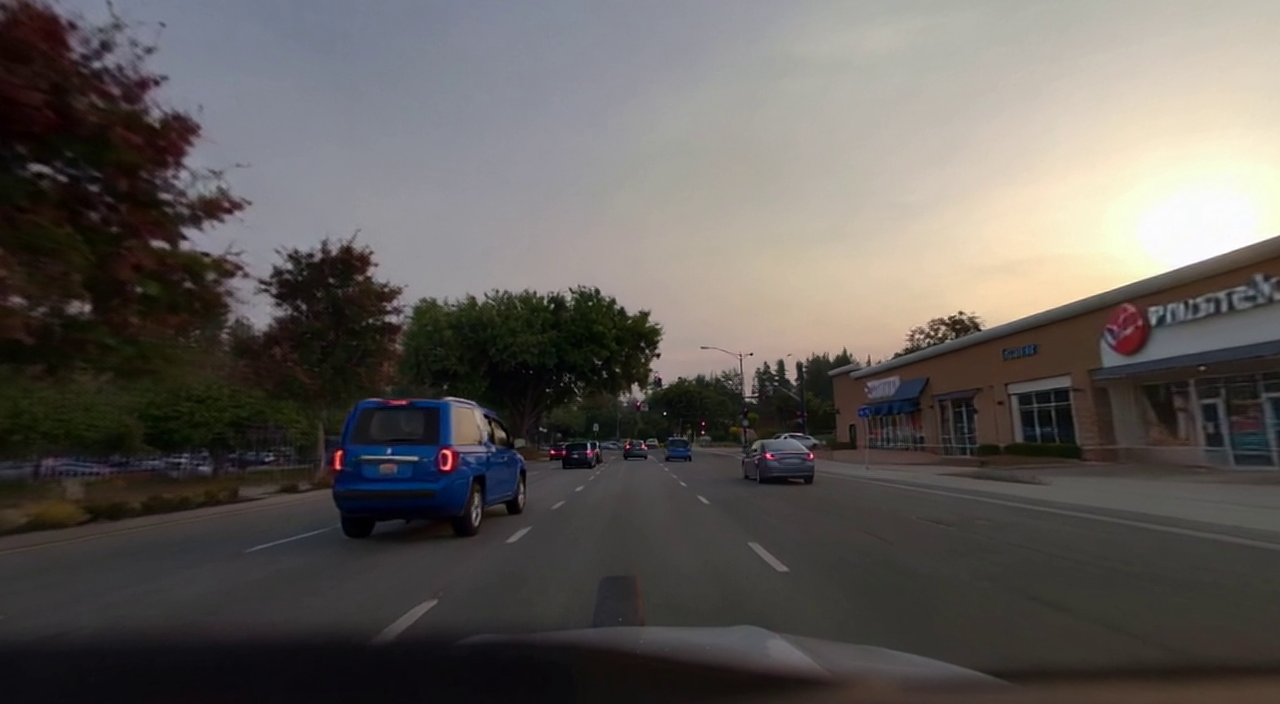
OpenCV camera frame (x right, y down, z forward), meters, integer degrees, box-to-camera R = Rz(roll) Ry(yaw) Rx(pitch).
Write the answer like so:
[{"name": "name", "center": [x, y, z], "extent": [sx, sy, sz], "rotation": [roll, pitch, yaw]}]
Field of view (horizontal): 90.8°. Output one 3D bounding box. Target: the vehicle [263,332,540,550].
[{"name": "vehicle", "center": [-3.498, 1.555, 11.049], "extent": [2.443, 2.784, 5.862], "rotation": [0, -9, 1]}]

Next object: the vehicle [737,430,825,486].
[{"name": "vehicle", "center": [4.486, 3.451, 20.773], "extent": [1.869, 1.646, 4.166], "rotation": [0, -9, -1]}]

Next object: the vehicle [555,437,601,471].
[{"name": "vehicle", "center": [-3.364, 5.650, 35.159], "extent": [2.030, 1.724, 4.365], "rotation": [0, -9, 1]}]
